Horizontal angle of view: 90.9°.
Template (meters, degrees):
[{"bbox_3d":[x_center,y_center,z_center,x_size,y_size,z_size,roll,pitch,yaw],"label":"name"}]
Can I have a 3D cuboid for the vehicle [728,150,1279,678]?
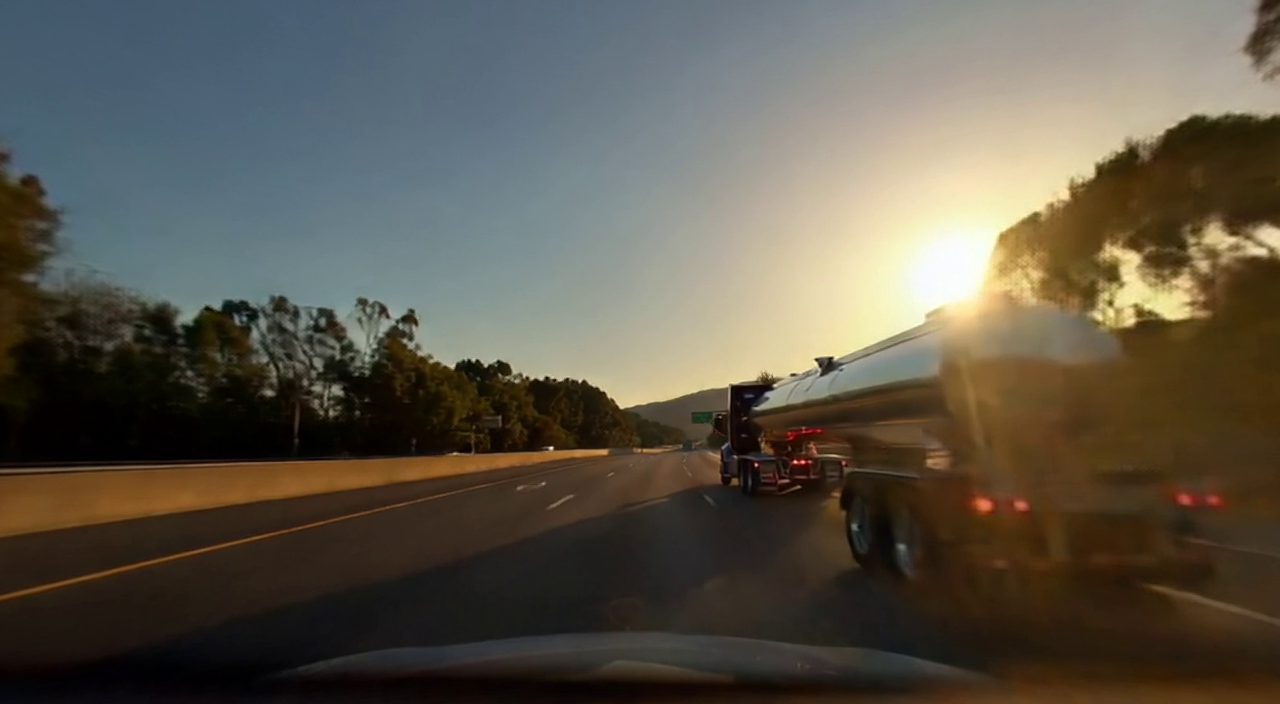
[{"bbox_3d":[4.017,1.376,11.473,2.880,3.624,14.397,0,-8,0],"label":"vehicle"}]
